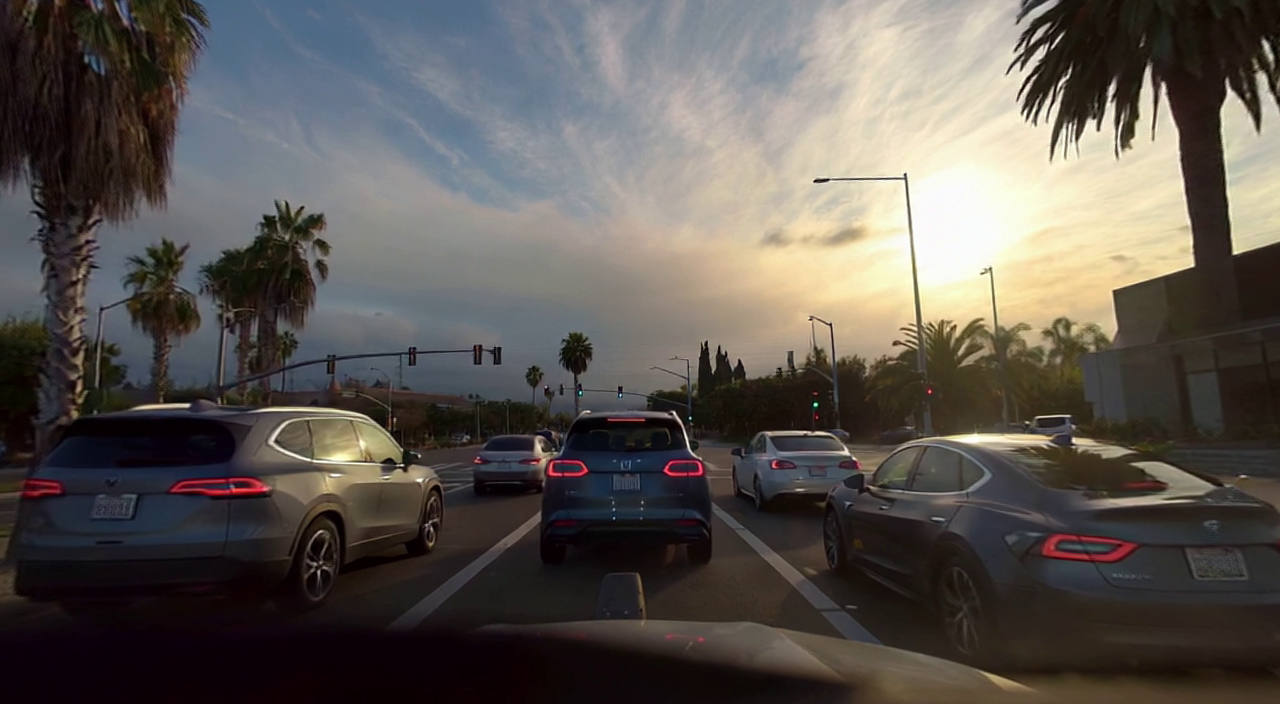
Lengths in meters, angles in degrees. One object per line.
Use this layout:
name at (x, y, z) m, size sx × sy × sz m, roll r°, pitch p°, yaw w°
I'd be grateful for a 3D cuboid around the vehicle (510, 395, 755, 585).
vehicle at (-0.132, 1.604, 8.127) m, size 2.280 × 1.747 × 4.361 m, roll 0°, pitch -8°, yaw -2°

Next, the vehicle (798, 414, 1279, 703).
vehicle at (2.969, 1.388, 5.355) m, size 2.017 × 1.491 × 4.611 m, roll 0°, pitch -8°, yaw -1°

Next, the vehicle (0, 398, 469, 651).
vehicle at (-3.355, 1.385, 6.158) m, size 2.014 × 1.534 × 4.455 m, roll 0°, pitch -8°, yaw 1°
